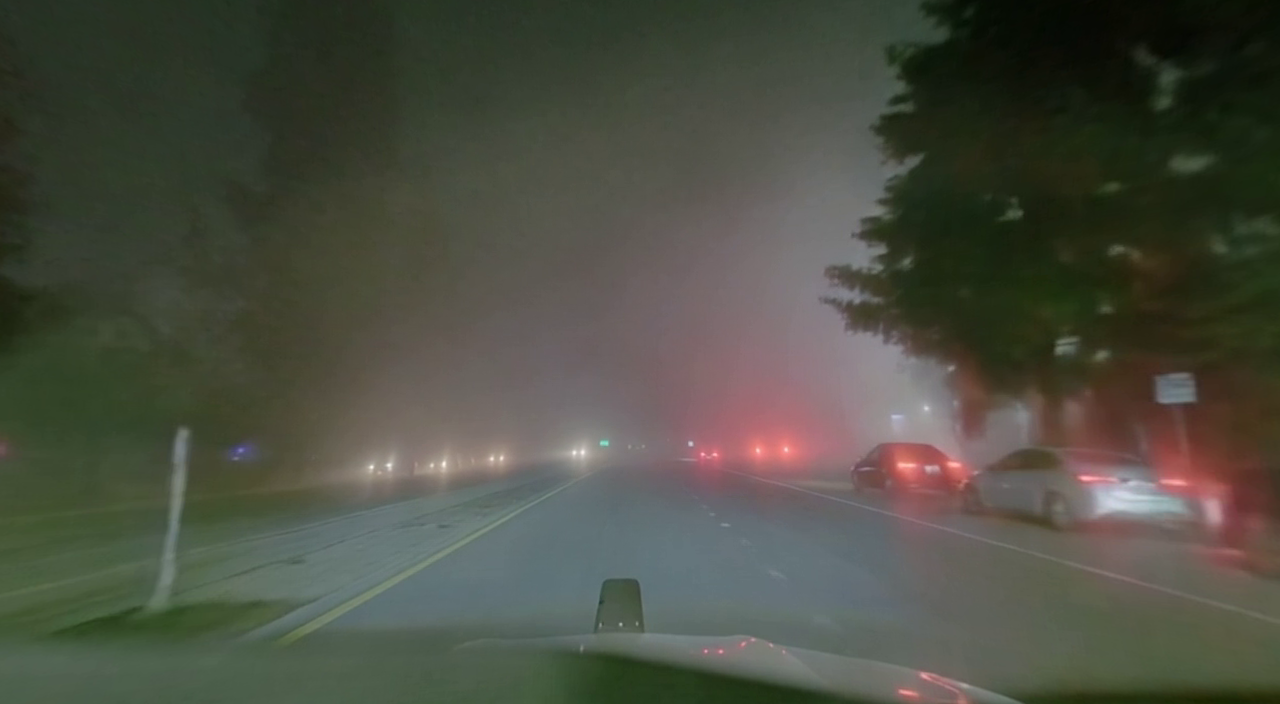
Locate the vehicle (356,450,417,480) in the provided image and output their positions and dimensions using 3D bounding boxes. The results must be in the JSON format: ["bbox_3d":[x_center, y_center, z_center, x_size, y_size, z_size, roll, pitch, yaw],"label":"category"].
[{"bbox_3d":[-17.781,7.910,44.656,1.999,1.875,5.842,-1,-8,-1],"label":"vehicle"}]

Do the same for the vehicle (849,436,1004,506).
[{"bbox_3d":[7.243,3.028,16.594,1.838,1.554,4.607,0,-8,-1],"label":"vehicle"}]

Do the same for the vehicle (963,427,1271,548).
[{"bbox_3d":[7.445,2.119,10.554,1.773,1.575,4.168,0,-8,-2],"label":"vehicle"}]
